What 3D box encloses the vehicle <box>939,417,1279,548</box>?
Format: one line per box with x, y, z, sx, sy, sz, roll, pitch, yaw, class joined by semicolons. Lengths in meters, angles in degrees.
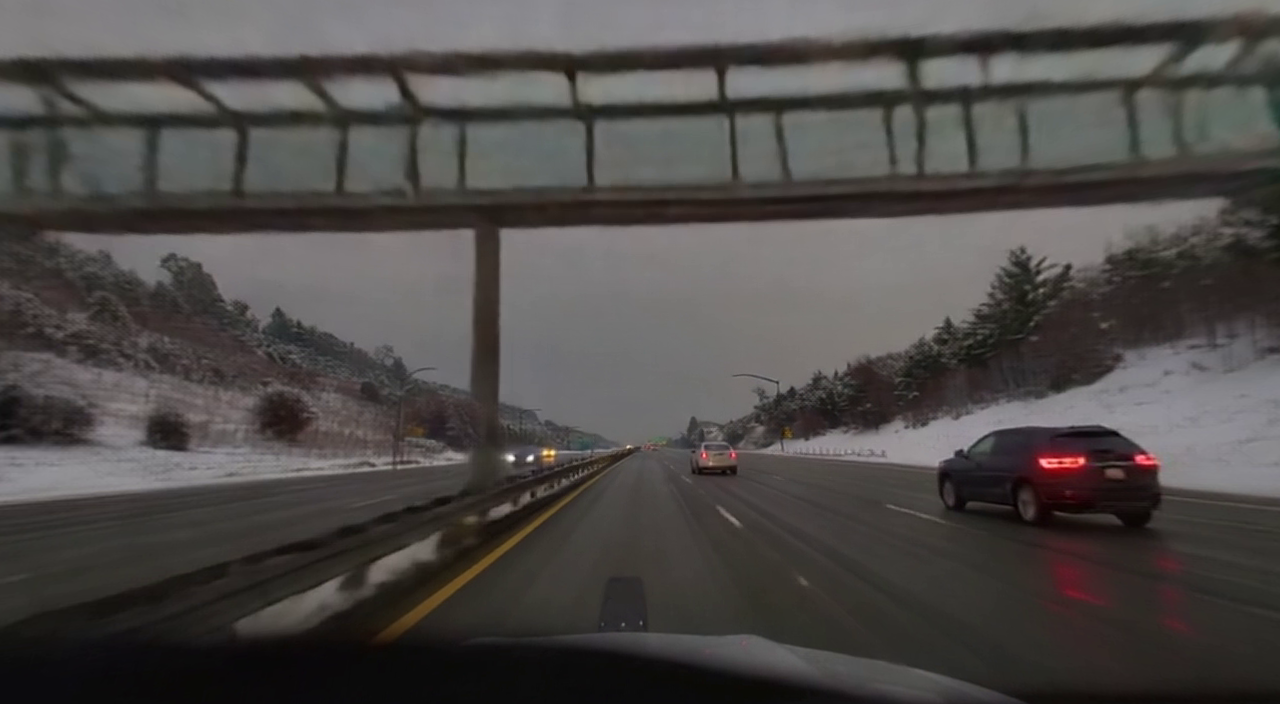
6.864;1.892;9.901;1.988;1.530;4.777;0;-8;0;vehicle

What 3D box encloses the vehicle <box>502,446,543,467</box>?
-8.835;7.870;47.851;2.208;1.447;4.764;-1;-8;1;vehicle

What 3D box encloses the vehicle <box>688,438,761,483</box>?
2.927;3.863;22.804;2.044;1.444;4.216;0;-8;0;vehicle
